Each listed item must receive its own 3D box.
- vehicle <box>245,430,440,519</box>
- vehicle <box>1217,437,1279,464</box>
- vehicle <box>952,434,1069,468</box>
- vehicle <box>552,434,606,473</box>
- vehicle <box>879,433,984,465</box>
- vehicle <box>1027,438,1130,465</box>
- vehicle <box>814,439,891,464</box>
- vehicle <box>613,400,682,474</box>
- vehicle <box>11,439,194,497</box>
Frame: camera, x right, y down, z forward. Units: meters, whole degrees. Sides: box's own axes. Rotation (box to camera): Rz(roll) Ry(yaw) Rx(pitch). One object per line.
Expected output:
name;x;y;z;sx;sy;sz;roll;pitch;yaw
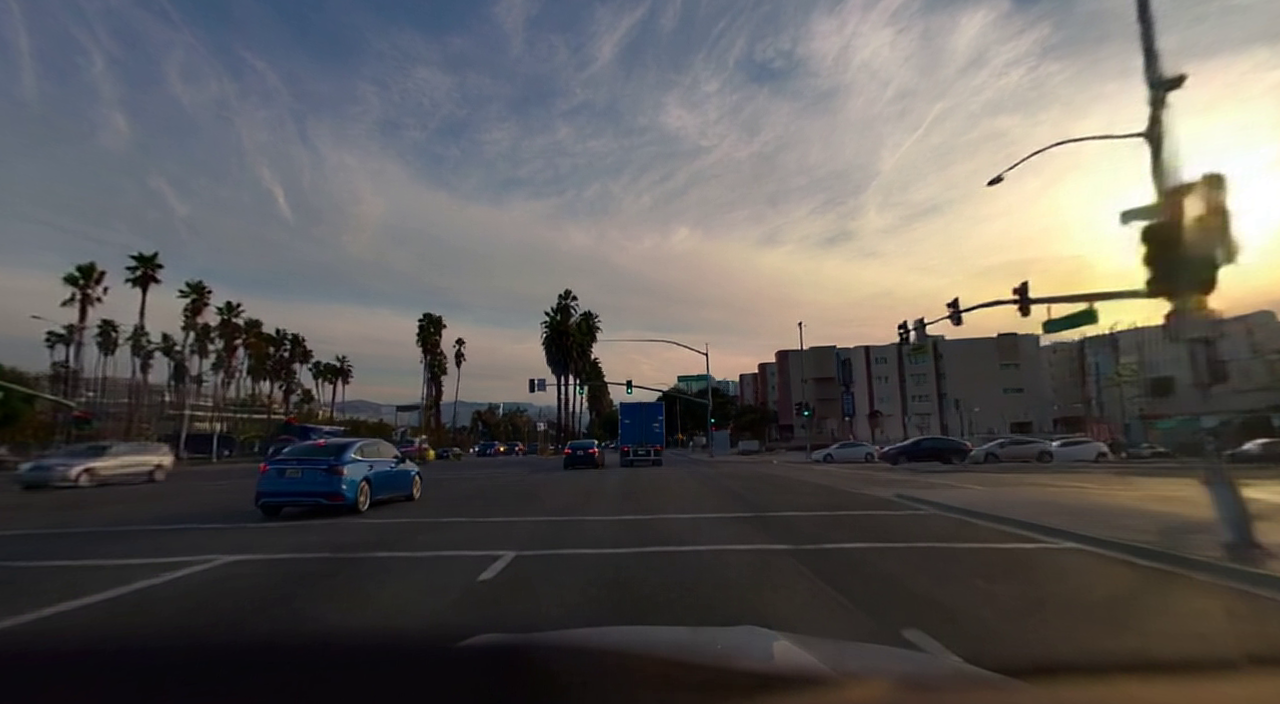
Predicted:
vehicle;-6.305;2.633;14.090;2.045;1.630;4.680;0;-9;0
vehicle;36.385;5.667;36.123;4.337;1.487;1.949;0;-9;1
vehicle;19.421;5.234;33.101;4.831;1.529;1.966;-3;-10;0
vehicle;-2.982;5.126;31.896;2.178;1.826;4.933;0;-9;1
vehicle;16.890;5.638;36.547;5.039;1.744;2.043;0;-9;0
vehicle;25.335;5.743;36.365;4.506;1.484;1.928;0;-9;0
vehicle;14.588;6.885;43.304;4.568;1.485;1.936;-2;-11;0
vehicle;0.365;4.201;30.757;2.993;3.235;6.692;0;-9;0
vehicle;-18.360;3.940;21.872;2.029;1.765;4.865;0;-9;0
